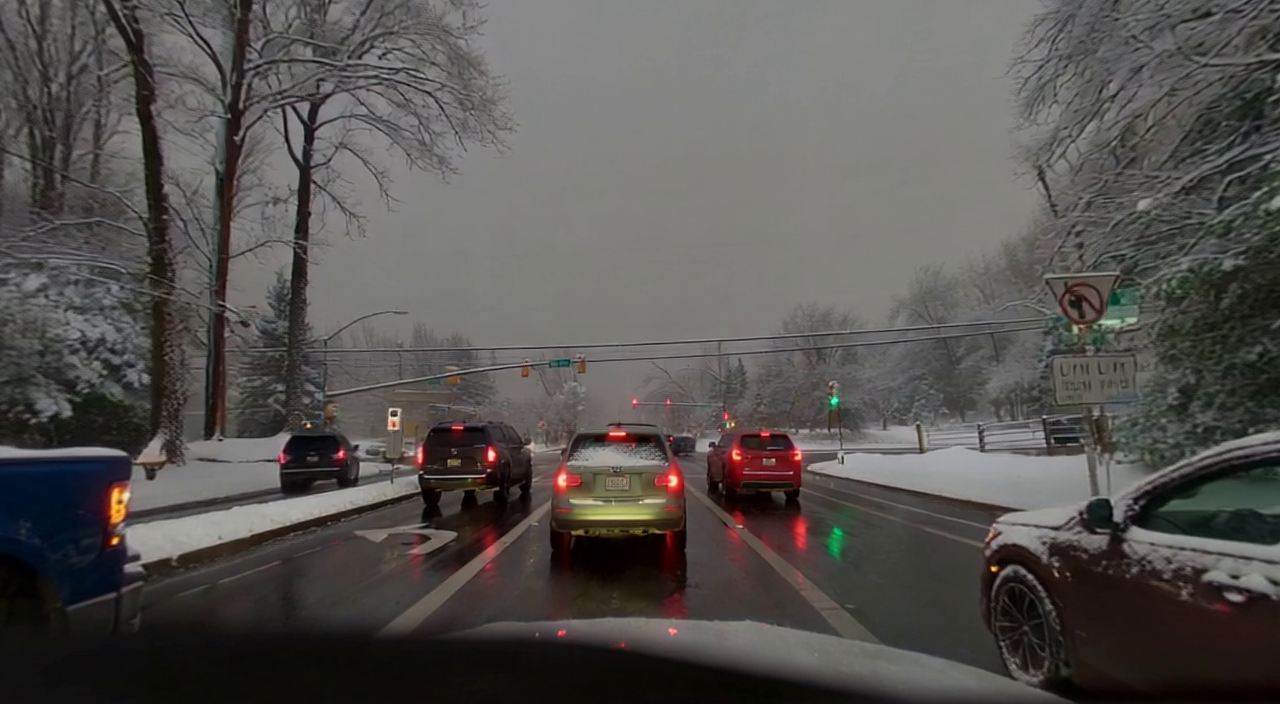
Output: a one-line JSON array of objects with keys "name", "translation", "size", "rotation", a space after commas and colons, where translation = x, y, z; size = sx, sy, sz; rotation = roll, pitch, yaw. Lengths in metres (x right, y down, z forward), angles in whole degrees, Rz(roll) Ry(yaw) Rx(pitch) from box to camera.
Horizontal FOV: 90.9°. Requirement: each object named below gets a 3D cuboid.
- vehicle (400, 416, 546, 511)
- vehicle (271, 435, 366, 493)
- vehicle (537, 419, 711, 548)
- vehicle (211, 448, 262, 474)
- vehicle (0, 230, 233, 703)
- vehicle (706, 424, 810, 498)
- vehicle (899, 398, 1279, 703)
[{"name": "vehicle", "translation": [-3.625, 2.527, 14.689], "size": [2.089, 1.857, 4.488], "rotation": [0, -8, 1]}, {"name": "vehicle", "translation": [-10.413, 3.604, 20.823], "size": [2.122, 1.653, 4.807], "rotation": [3, -9, -20]}, {"name": "vehicle", "translation": [-0.217, 1.937, 9.877], "size": [2.194, 1.607, 3.690], "rotation": [0, -8, 0]}, {"name": "vehicle", "translation": [-30.335, 8.160, 47.291], "size": [2.256, 1.799, 4.831], "rotation": [8, -12, -43]}, {"name": "vehicle", "translation": [-3.472, 0.352, 0.318], "size": [2.656, 2.021, 5.800], "rotation": [0, -8, 0]}, {"name": "vehicle", "translation": [3.184, 3.062, 18.081], "size": [2.102, 1.841, 4.587], "rotation": [0, -8, 0]}, {"name": "vehicle", "translation": [3.022, 0.982, 2.653], "size": [1.874, 1.477, 4.698], "rotation": [0, -8, 0]}]
